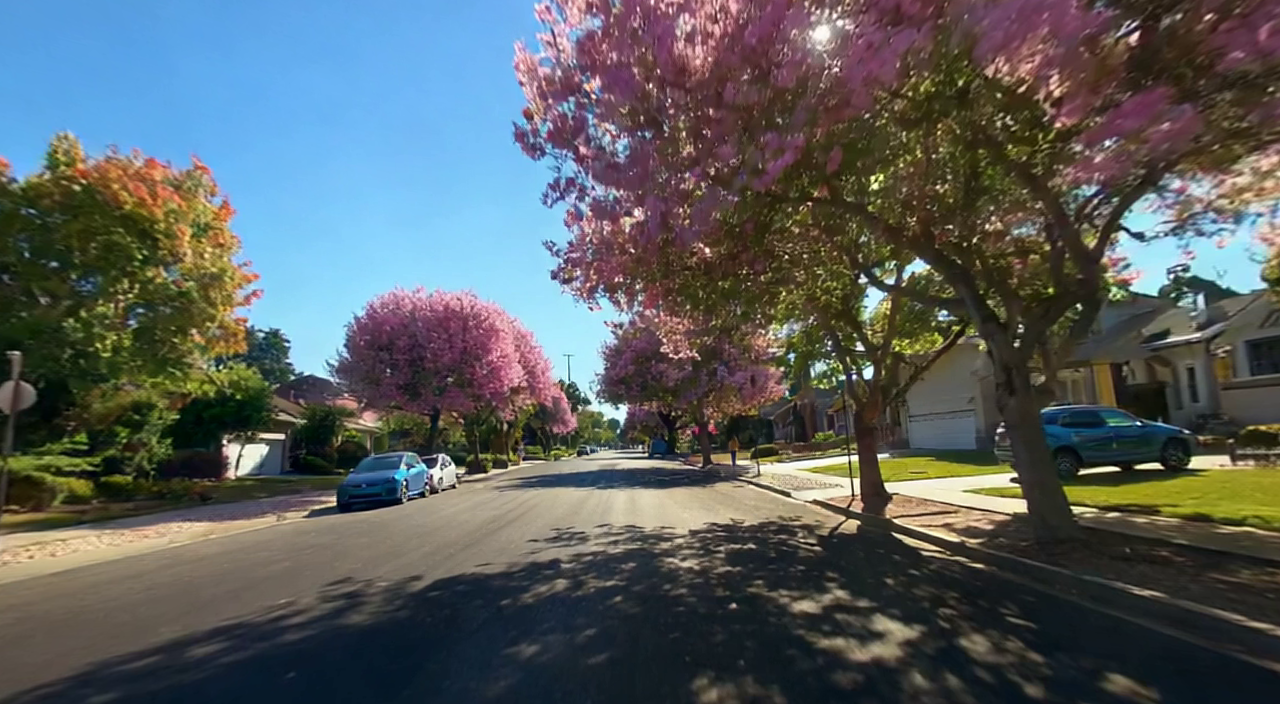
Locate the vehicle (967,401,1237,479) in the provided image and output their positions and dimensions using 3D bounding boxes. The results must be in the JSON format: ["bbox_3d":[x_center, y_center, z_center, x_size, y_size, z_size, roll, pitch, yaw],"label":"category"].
[{"bbox_3d":[11.497,2.235,16.040,5.198,1.813,2.028,0,-8,-1],"label":"vehicle"}]

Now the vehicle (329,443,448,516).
[{"bbox_3d":[-6.430,3.226,16.672,1.874,1.497,4.233,-2,-7,-7],"label":"vehicle"}]
